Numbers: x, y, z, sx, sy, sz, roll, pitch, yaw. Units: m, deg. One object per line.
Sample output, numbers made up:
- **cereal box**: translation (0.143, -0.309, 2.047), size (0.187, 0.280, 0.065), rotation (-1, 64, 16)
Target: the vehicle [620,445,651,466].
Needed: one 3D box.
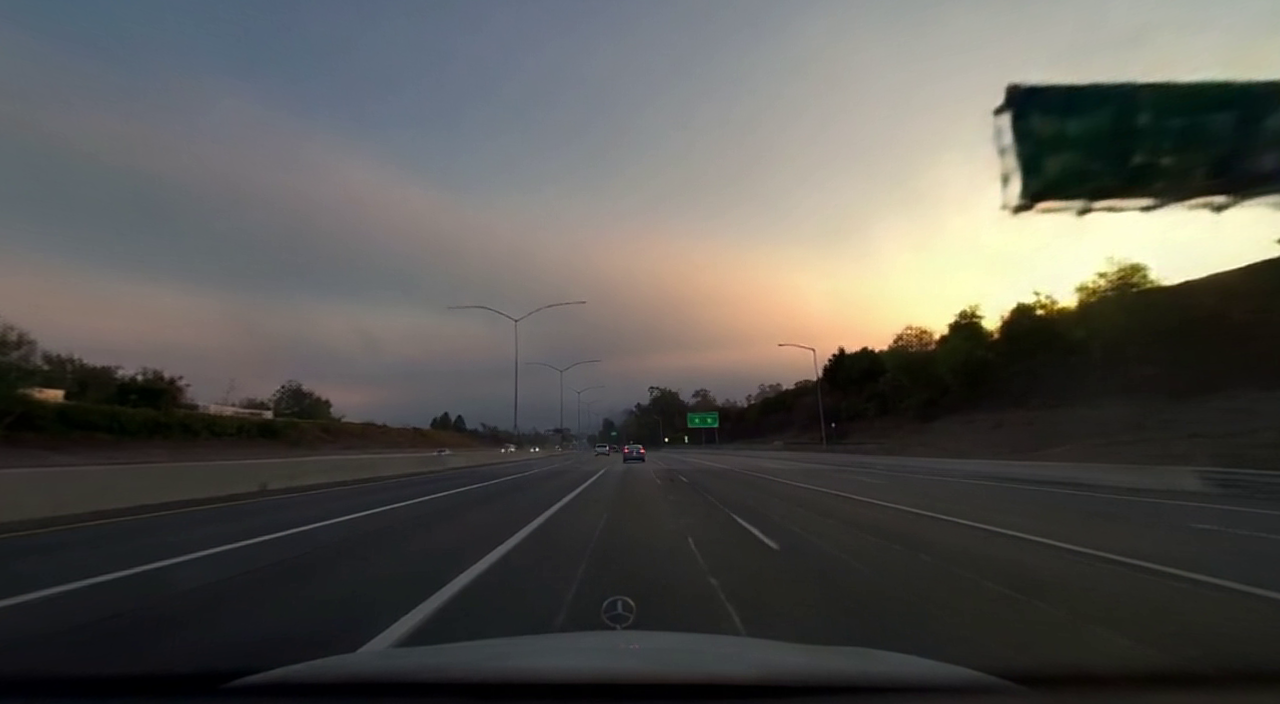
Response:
- **vehicle**: translation (-0.370, 7.541, 46.159), size (2.118, 1.466, 4.165), rotation (0, -9, -2)
